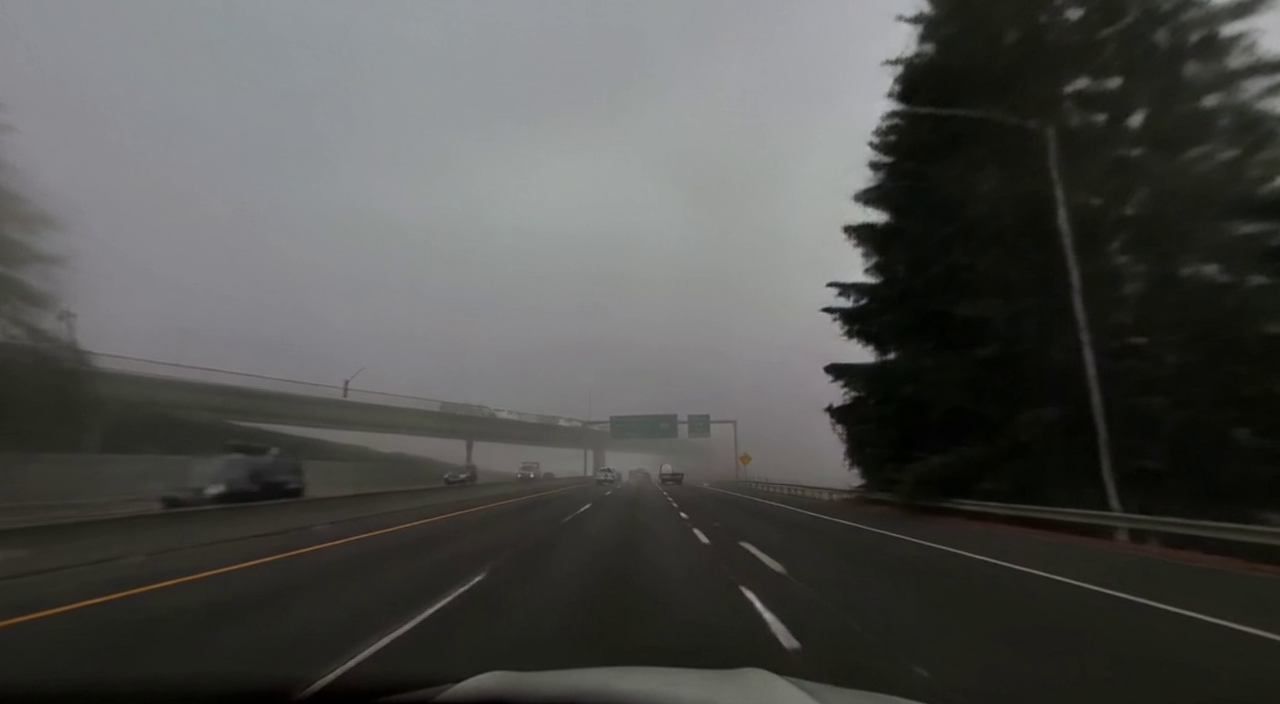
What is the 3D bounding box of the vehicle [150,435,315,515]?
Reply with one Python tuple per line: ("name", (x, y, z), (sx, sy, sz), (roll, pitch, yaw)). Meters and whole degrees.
("vehicle", (-15.705, 4.839, 24.935), (2.273, 2.708, 6.121), (1, -10, 0))
